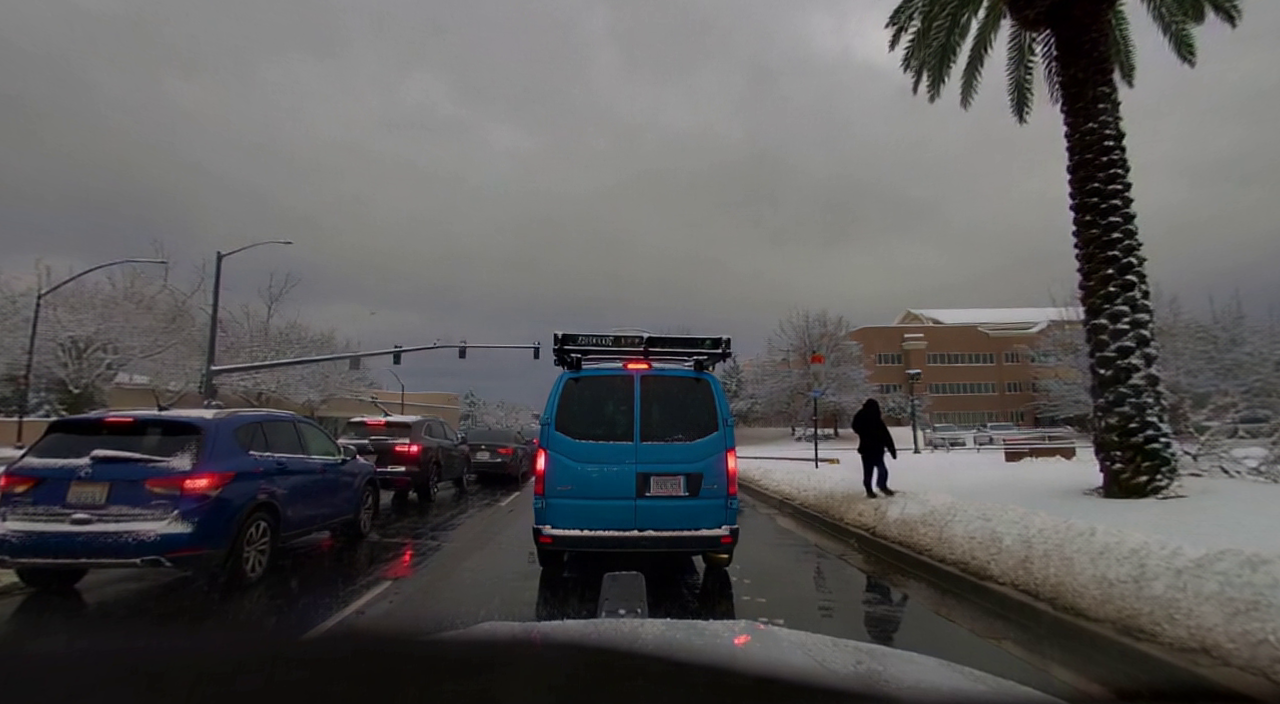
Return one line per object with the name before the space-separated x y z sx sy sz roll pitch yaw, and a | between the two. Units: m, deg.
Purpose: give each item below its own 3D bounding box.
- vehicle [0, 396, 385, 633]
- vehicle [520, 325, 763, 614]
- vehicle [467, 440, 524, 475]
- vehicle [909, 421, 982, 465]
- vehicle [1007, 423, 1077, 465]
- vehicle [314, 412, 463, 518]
vehicle | -4.399 1.466 6.657 1.986 1.643 4.315 1 -9 -6
vehicle | -0.197 1.220 7.178 1.902 2.238 4.263 1 -9 -6
vehicle | -6.833 4.894 29.573 1.818 1.479 4.428 4 -9 -22
vehicle | 12.649 3.763 26.046 2.046 1.675 3.924 -6 -10 33
vehicle | 15.789 3.620 24.725 2.048 1.475 3.972 -6 -10 34
vehicle | -5.211 2.407 13.896 2.089 1.854 5.022 2 -9 -11
